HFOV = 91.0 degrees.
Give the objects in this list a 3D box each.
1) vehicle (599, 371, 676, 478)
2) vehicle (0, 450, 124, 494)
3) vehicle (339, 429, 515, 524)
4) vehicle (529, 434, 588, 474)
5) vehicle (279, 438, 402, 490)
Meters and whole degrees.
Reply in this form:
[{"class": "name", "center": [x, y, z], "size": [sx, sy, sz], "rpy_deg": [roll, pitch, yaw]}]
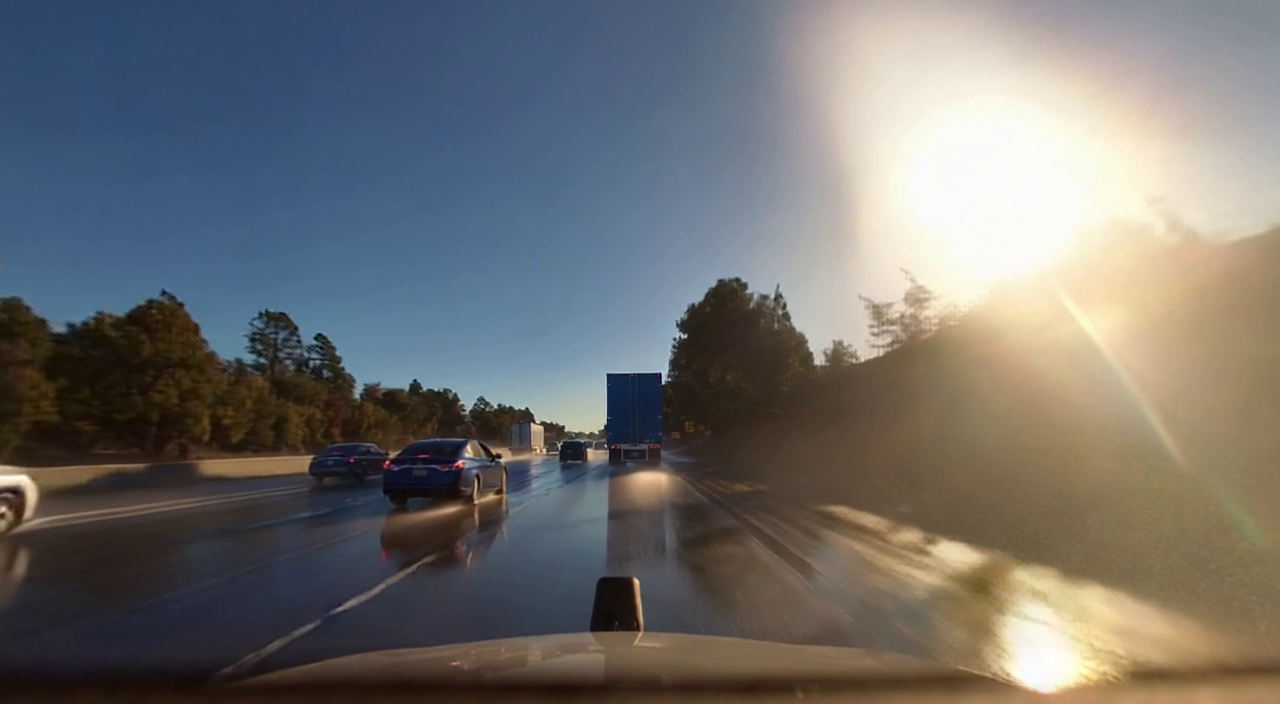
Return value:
[{"class": "vehicle", "center": [-0.246, 3.545, 29.604], "size": [2.913, 4.113, 10.724], "rpy_deg": [0, -8, -2]}, {"class": "vehicle", "center": [-21.299, 4.356, 23.209], "size": [1.589, 1.417, 3.438], "rpy_deg": [0, -8, -1]}, {"class": "vehicle", "center": [-4.019, 2.400, 12.732], "size": [2.164, 1.582, 3.979], "rpy_deg": [0, -8, 0]}, {"class": "vehicle", "center": [-3.682, 4.686, 29.119], "size": [2.158, 1.680, 4.087], "rpy_deg": [0, -8, 1]}, {"class": "vehicle", "center": [-9.518, 3.572, 20.441], "size": [1.863, 1.474, 4.278], "rpy_deg": [0, -8, 0]}]
